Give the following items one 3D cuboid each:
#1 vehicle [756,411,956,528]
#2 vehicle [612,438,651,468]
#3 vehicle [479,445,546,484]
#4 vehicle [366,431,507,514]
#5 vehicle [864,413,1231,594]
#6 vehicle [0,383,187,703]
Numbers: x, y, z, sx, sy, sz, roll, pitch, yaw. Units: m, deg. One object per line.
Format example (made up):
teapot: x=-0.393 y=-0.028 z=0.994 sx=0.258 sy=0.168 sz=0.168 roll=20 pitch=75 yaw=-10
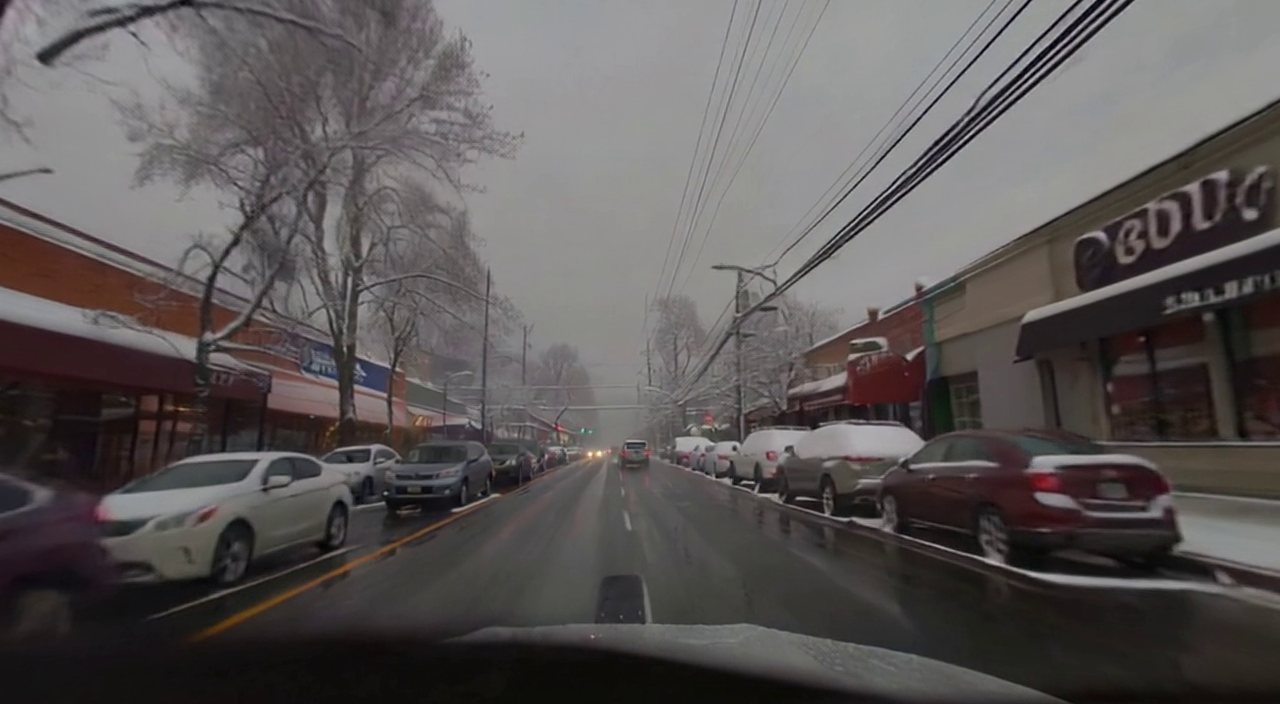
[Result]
vehicle: x=4.211 y=2.401 z=13.506 sx=2.243 sy=1.992 sz=5.087 roll=0 pitch=-8 yaw=-3
vehicle: x=-0.641 y=6.935 z=43.597 sx=2.440 sy=1.882 sz=4.611 roll=0 pitch=-8 yaw=-4
vehicle: x=-5.327 y=4.758 z=27.043 sx=2.053 sy=1.485 sz=4.540 roll=0 pitch=-8 yaw=-2
vehicle: x=-5.111 y=3.079 z=16.781 sx=2.341 sy=1.825 sz=4.924 roll=0 pitch=-8 yaw=-3
vehicle: x=4.654 y=1.751 z=8.158 sx=1.882 sy=1.704 sz=4.055 roll=0 pitch=-8 yaw=-2
vehicle: x=-4.477 y=0.896 z=2.134 sx=2.343 sy=1.788 sz=5.038 roll=0 pitch=-8 yaw=-3
